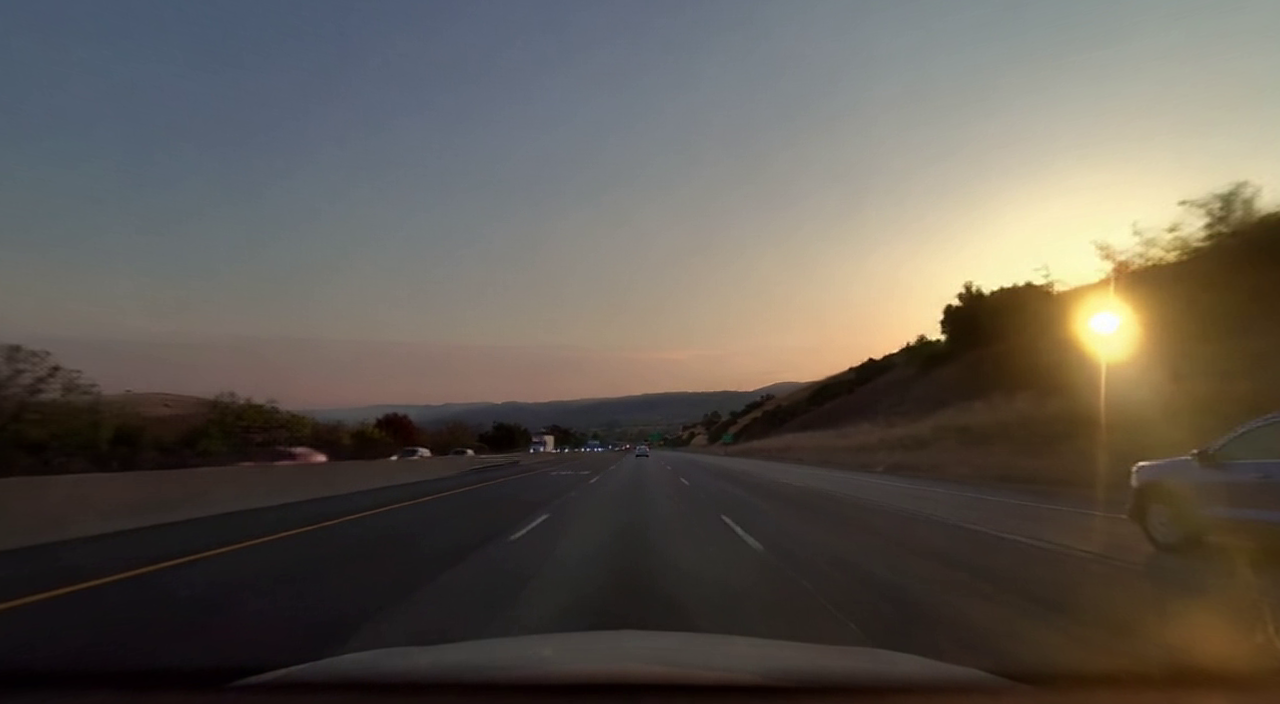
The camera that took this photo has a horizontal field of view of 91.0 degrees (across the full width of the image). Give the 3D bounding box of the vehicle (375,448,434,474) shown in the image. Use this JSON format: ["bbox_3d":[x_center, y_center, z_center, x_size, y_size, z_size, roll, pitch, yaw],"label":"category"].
[{"bbox_3d":[-15.246,7.049,41.021,1.889,1.552,4.643,-1,-9,2],"label":"vehicle"}]

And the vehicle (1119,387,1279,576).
[{"bbox_3d":[7.392,1.184,5.618,2.186,1.848,5.136,0,-8,1],"label":"vehicle"}]

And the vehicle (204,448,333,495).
[{"bbox_3d":[-13.303,4.267,22.950,1.906,1.517,4.477,0,-9,1],"label":"vehicle"}]
